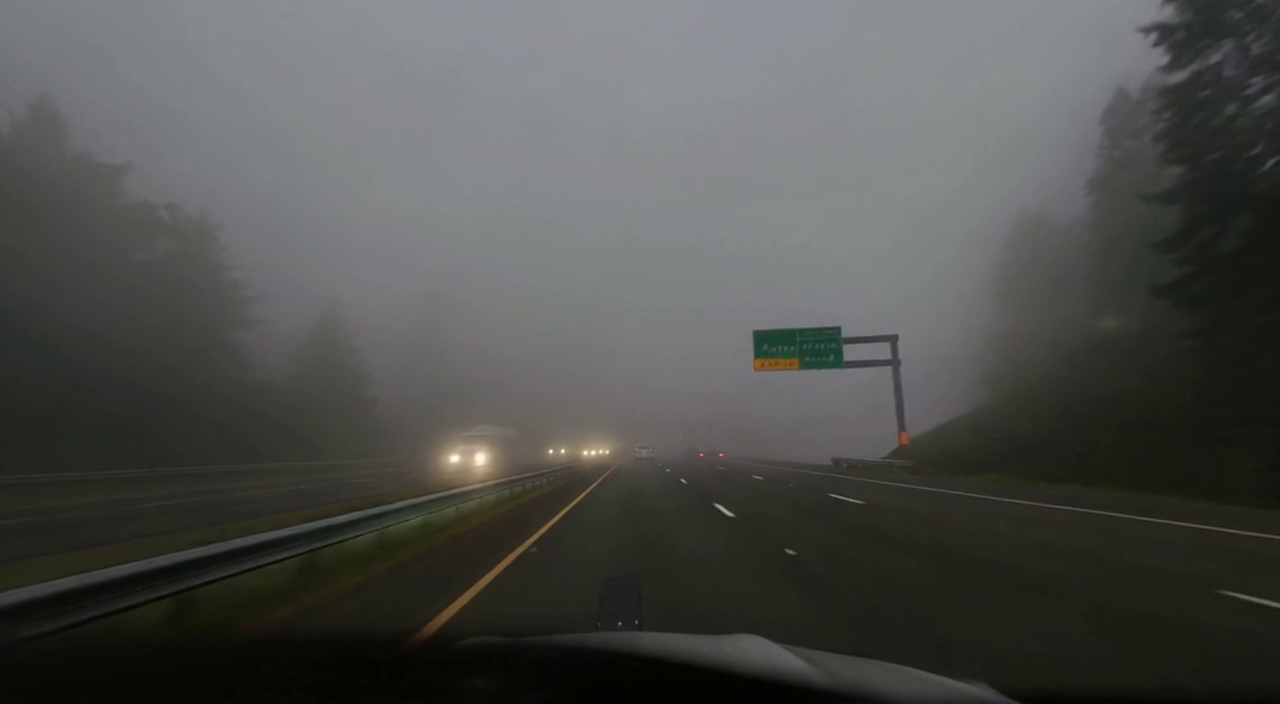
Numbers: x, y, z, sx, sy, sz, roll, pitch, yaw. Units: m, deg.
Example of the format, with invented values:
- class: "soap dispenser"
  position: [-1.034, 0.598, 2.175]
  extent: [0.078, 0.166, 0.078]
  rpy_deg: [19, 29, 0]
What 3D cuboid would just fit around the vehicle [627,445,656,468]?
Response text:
- class: "vehicle"
  position: [0.084, 7.628, 45.941]
  extent: [2.024, 1.579, 3.707]
  rpy_deg: [-1, -9, 0]
